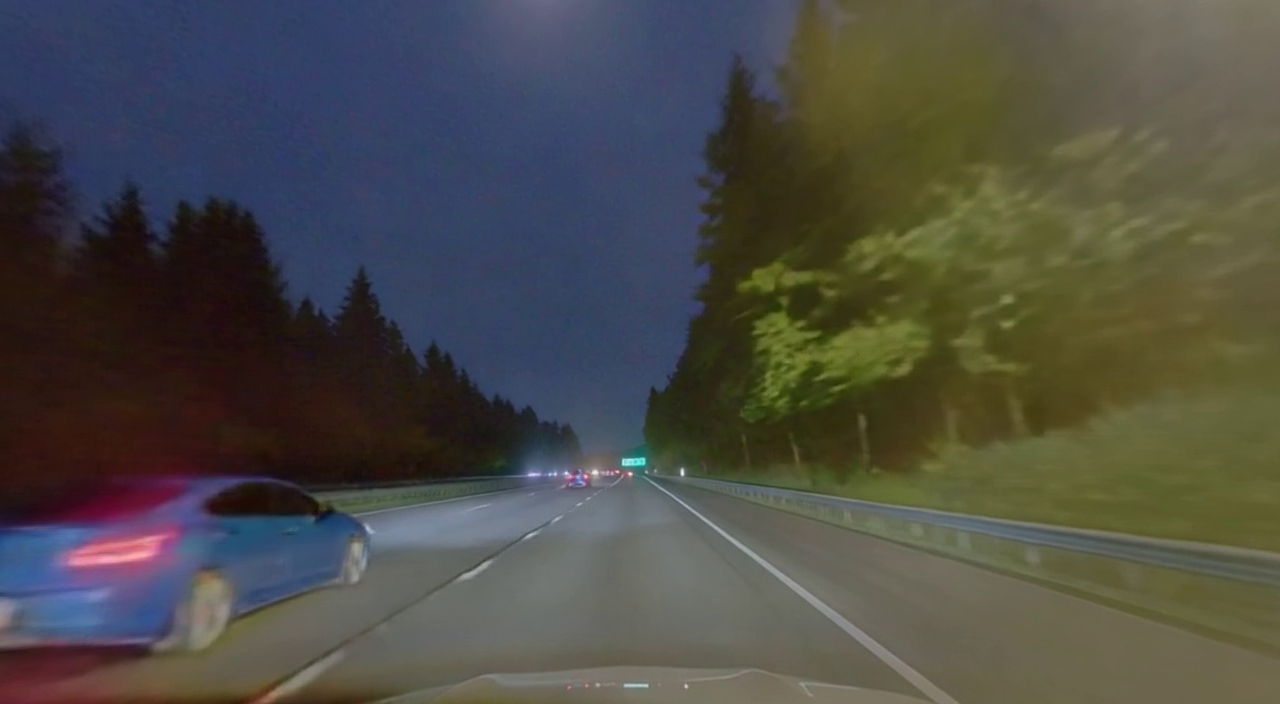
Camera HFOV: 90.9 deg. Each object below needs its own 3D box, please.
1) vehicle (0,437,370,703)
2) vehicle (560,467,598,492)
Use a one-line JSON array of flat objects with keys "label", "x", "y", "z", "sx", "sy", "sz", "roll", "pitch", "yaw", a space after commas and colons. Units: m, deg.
[{"label": "vehicle", "x": -4.042, "y": 1.459, "z": 4.703, "sx": 1.995, "sy": 1.467, "sz": 4.467, "roll": 1, "pitch": -11, "yaw": 1}, {"label": "vehicle", "x": -3.846, "y": 8.130, "z": 40.311, "sx": 1.954, "sy": 1.509, "sz": 4.094, "roll": 1, "pitch": -11, "yaw": 0}]
